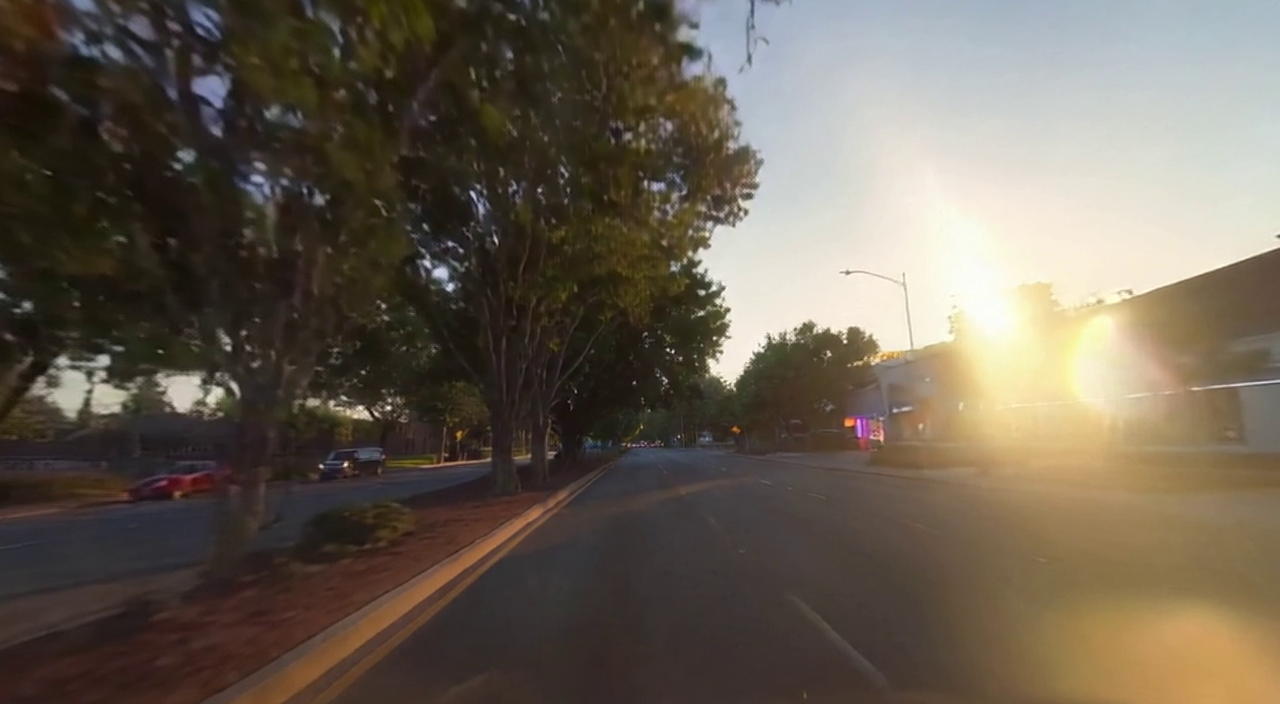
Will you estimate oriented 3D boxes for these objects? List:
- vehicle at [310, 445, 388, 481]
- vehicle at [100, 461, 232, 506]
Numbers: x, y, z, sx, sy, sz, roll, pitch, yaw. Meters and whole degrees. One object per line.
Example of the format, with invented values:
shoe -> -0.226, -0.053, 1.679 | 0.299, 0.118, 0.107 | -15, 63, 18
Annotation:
vehicle -> -19.523, 7.448, 42.824 | 2.648, 2.106, 6.148 | -2, -8, -3
vehicle -> -19.265, 5.334, 26.002 | 2.012, 1.471, 4.613 | -2, -8, -2
